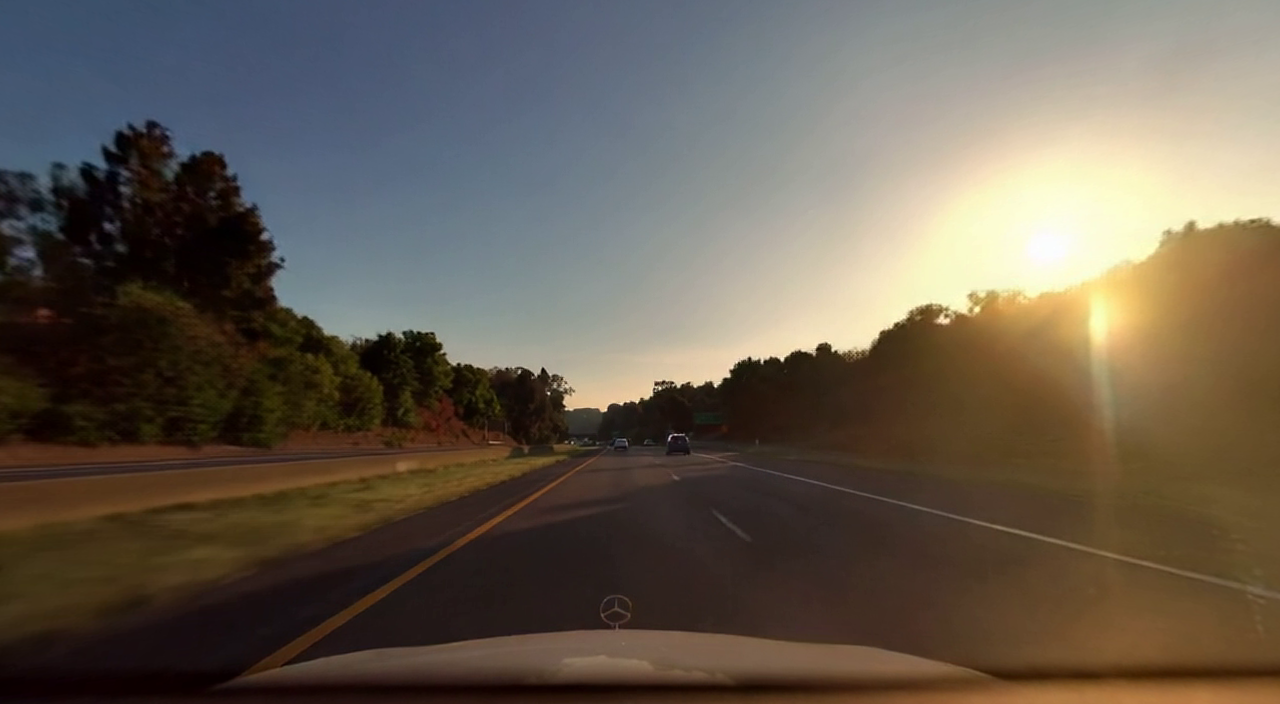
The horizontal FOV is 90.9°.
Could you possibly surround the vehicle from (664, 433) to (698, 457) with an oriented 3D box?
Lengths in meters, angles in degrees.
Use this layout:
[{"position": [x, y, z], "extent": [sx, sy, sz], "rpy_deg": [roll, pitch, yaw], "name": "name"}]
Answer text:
[{"position": [3.040, 6.906, 47.204], "extent": [2.085, 1.681, 4.436], "rpy_deg": [0, -8, -2], "name": "vehicle"}]
